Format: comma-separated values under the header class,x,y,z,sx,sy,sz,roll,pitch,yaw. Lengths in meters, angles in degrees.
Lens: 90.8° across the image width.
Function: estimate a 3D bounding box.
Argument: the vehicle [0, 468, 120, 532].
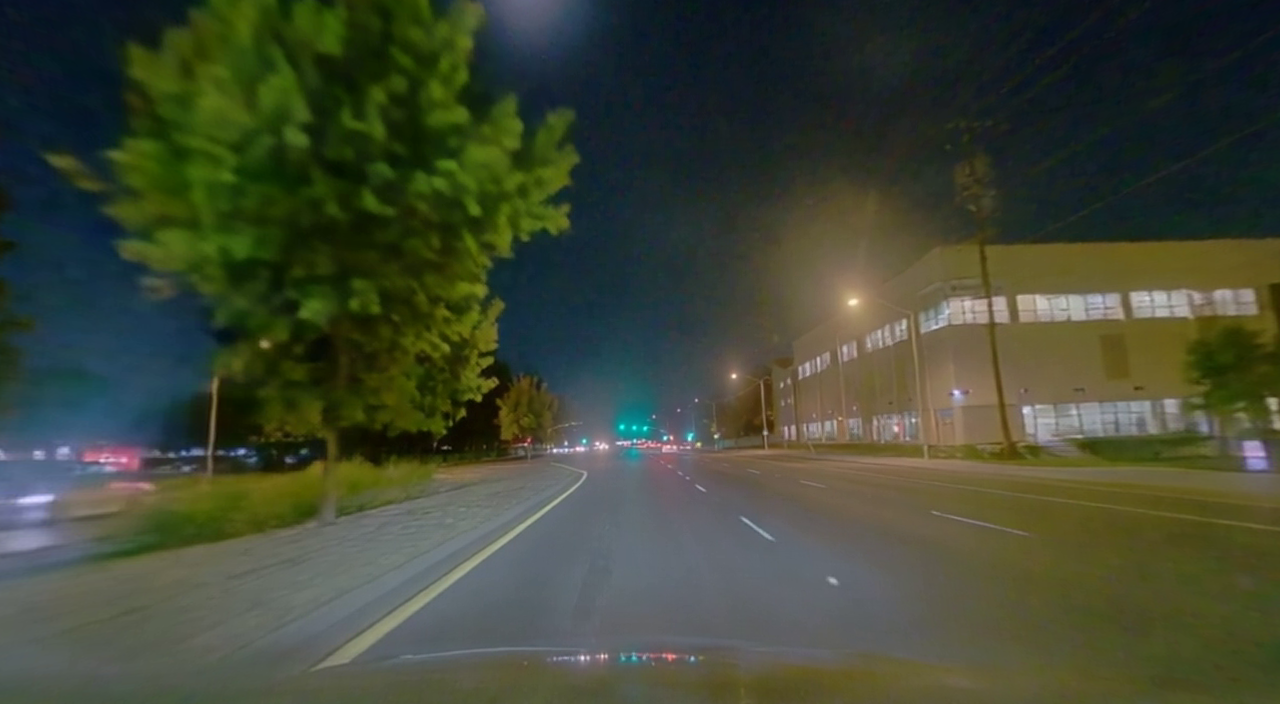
class,x,y,z,sx,sy,sz,roll,pitch,yaw
vehicle,-17.588,4.108,17.733,1.914,1.524,4.768,0,-8,0
